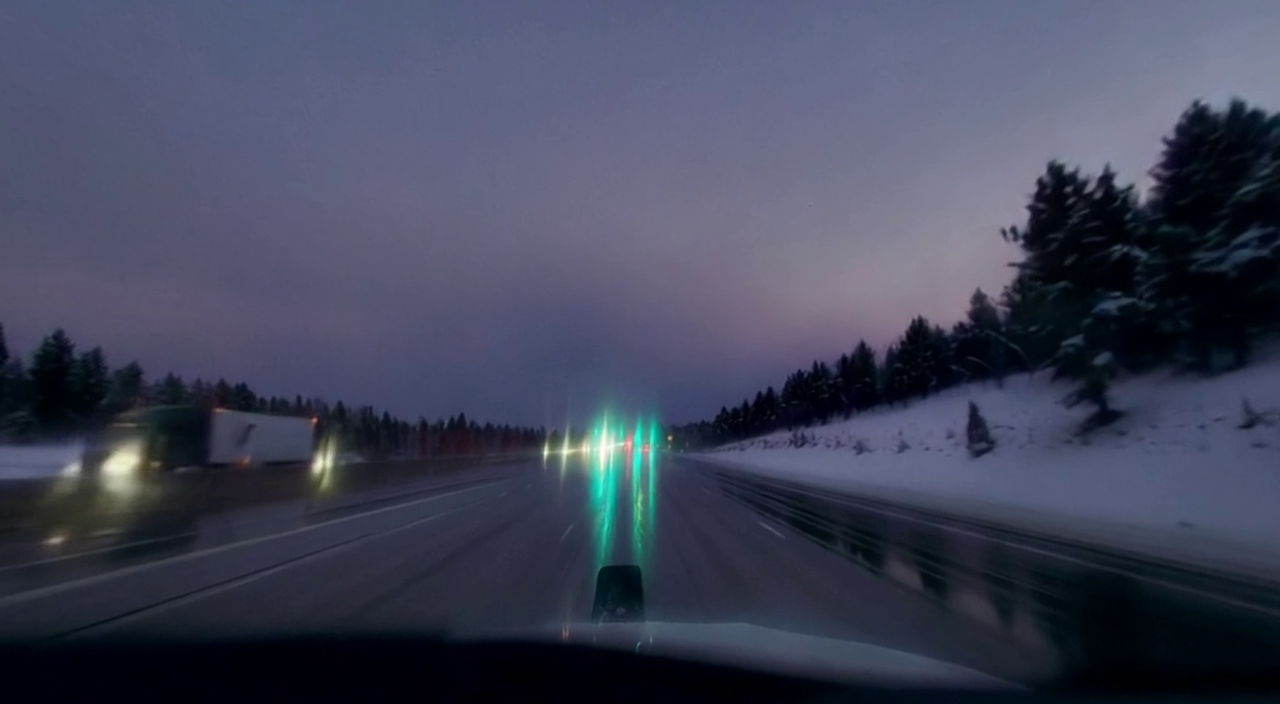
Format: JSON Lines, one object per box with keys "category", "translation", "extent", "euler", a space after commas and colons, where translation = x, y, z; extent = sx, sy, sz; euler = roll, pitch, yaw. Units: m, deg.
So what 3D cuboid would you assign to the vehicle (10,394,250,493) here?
{"category": "vehicle", "translation": [-23.956, 4.534, 30.908], "extent": [3.017, 3.983, 10.478], "euler": [0, -9, -1]}
